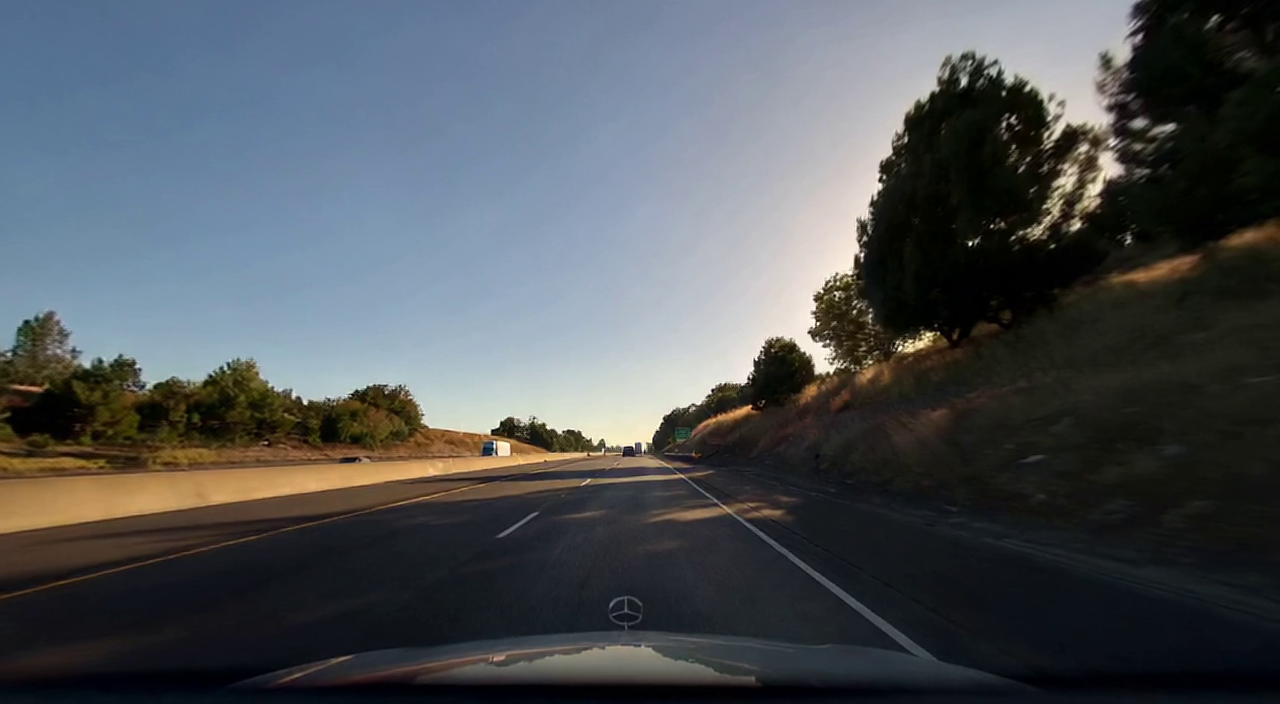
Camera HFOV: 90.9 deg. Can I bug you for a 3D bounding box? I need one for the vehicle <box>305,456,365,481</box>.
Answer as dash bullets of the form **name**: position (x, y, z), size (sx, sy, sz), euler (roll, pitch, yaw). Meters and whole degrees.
- **vehicle**: position (-19.144, 7.310, 39.685), size (1.772, 1.466, 3.863), euler (0, -9, 1)
